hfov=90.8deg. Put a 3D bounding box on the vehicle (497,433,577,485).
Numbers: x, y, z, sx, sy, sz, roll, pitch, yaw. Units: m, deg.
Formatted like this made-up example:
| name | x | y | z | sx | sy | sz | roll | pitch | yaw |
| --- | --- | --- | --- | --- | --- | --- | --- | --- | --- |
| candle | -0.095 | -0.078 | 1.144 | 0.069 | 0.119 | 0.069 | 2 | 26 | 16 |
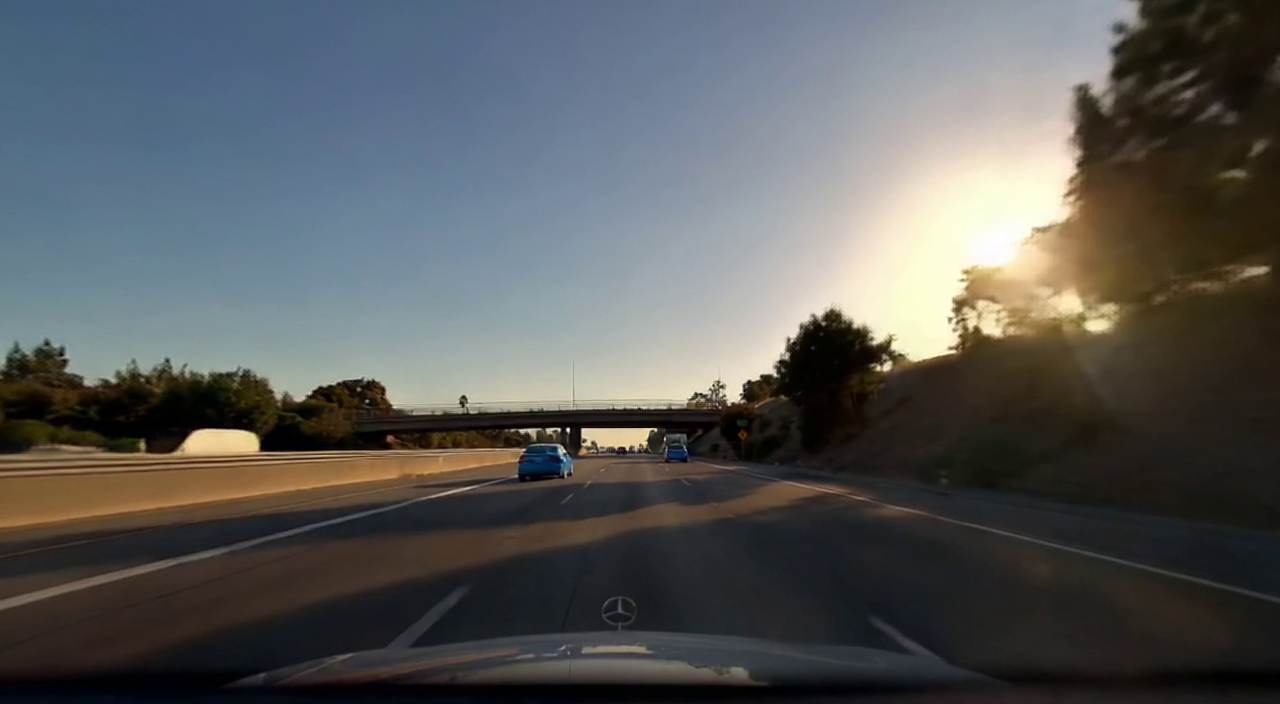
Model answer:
| name | x | y | z | sx | sy | sz | roll | pitch | yaw |
| --- | --- | --- | --- | --- | --- | --- | --- | --- | --- |
| vehicle | -3.841 | 4.116 | 24.501 | 2.205 | 1.773 | 5.124 | 0 | -9 | 0 |
